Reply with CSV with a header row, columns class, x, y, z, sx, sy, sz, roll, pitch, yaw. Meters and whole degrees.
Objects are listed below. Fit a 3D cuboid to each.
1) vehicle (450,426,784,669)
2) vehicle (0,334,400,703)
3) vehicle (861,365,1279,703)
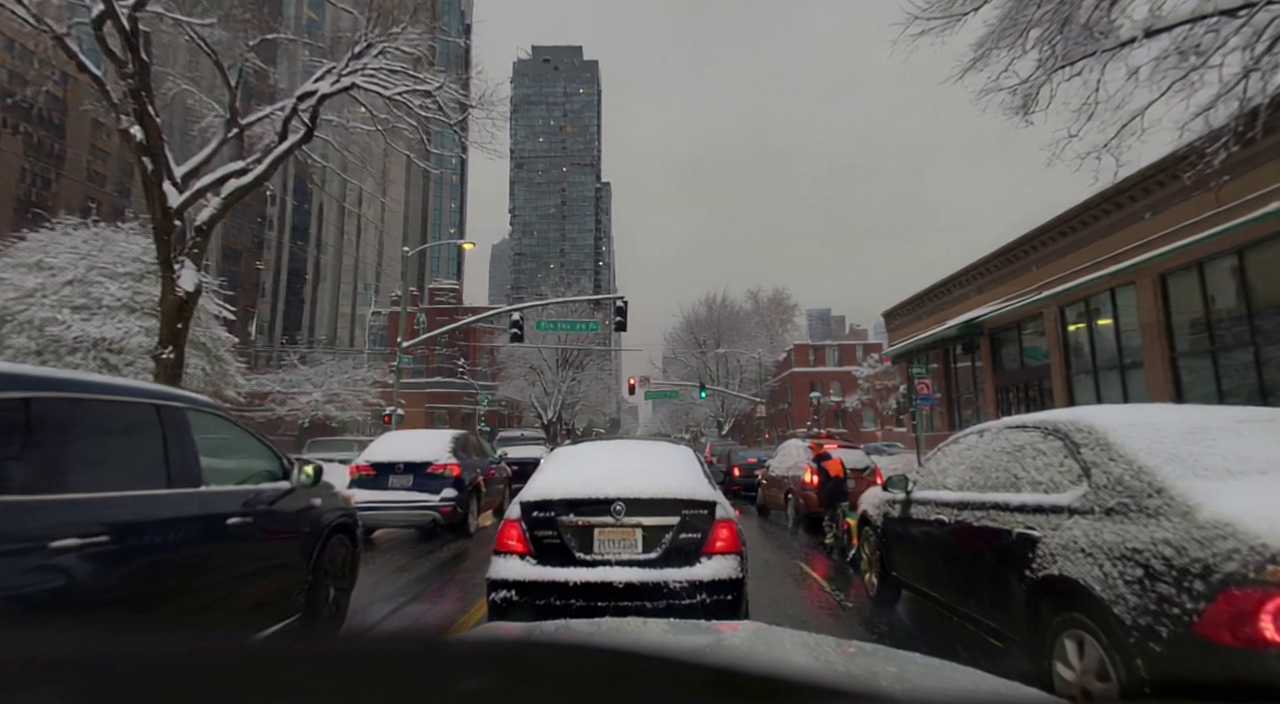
class,x,y,z,sx,sy,sz,roll,pitch,yaw
vehicle,-0.157,1.472,5.798,2.031,1.461,3.763,0,-8,-1
vehicle,-3.153,0.956,3.015,2.181,1.723,4.550,0,-8,0
vehicle,3.330,1.159,4.178,2.179,1.631,4.173,0,-8,0
